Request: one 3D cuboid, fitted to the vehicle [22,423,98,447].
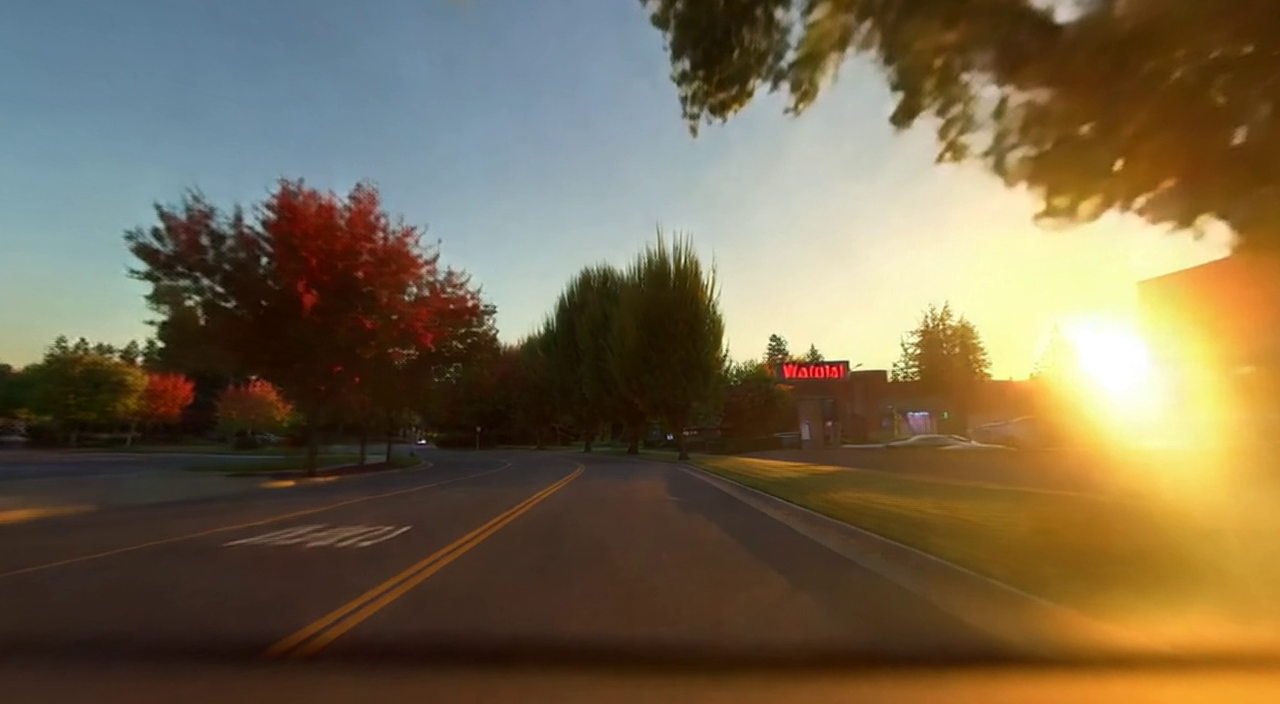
[{"bbox_3d":[-40.987,5.879,44.773,1.837,1.642,4.345,2,-8,-10],"label":"vehicle"}]

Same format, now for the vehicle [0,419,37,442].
[{"bbox_3d":[-50.144,6.172,49.569,1.920,1.729,4.303,1,-8,-11],"label":"vehicle"}]
